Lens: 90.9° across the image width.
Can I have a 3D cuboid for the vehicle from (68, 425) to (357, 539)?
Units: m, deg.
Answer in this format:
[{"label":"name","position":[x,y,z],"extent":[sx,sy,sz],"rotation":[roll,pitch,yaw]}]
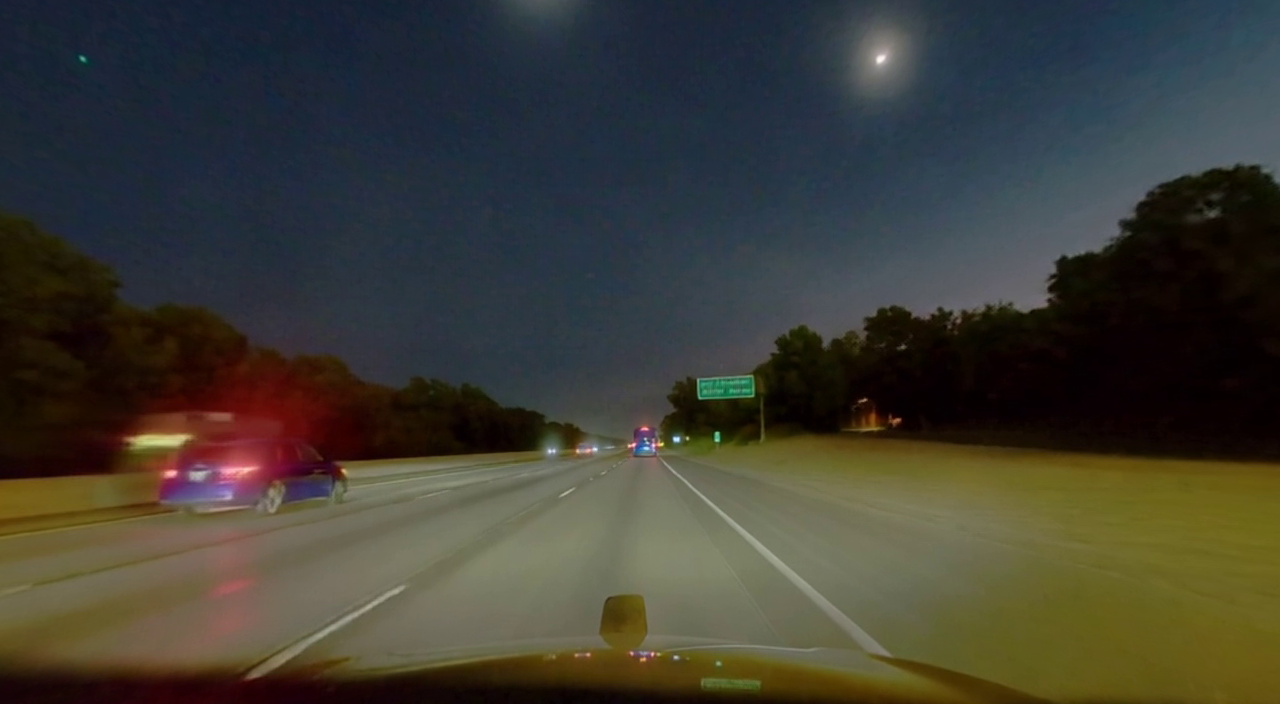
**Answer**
[{"label":"vehicle","position":[-7.459,2.283,11.806],"extent":[2.080,1.674,4.660],"rotation":[0,-8,1]}]
